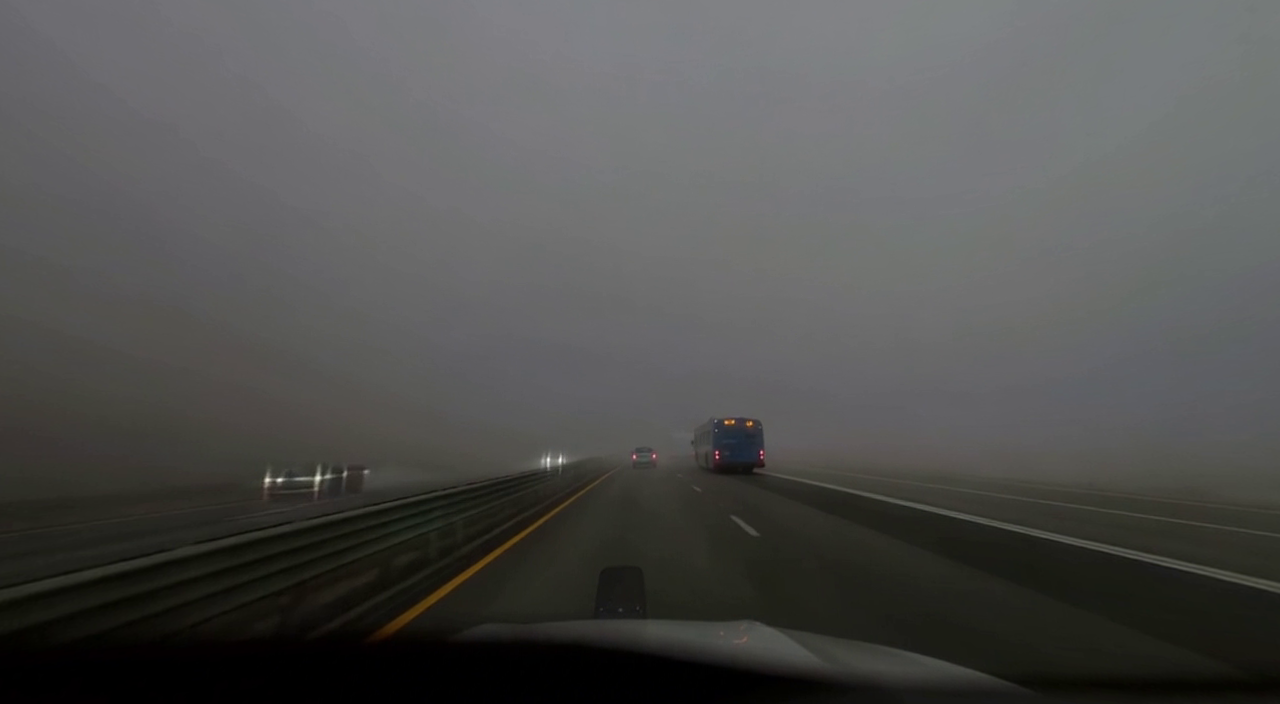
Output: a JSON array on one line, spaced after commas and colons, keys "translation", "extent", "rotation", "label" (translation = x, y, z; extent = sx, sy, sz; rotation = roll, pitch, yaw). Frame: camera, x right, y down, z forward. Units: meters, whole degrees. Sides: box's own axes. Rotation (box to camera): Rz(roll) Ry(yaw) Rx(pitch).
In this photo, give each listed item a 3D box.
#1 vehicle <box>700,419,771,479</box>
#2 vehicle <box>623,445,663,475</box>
[{"translation": [4.400, 4.644, 30.182], "extent": [2.440, 2.555, 5.957], "rotation": [0, -9, 0], "label": "vehicle"}, {"translation": [0.147, 5.716, 33.544], "extent": [2.004, 1.449, 3.817], "rotation": [0, -9, -1], "label": "vehicle"}]
